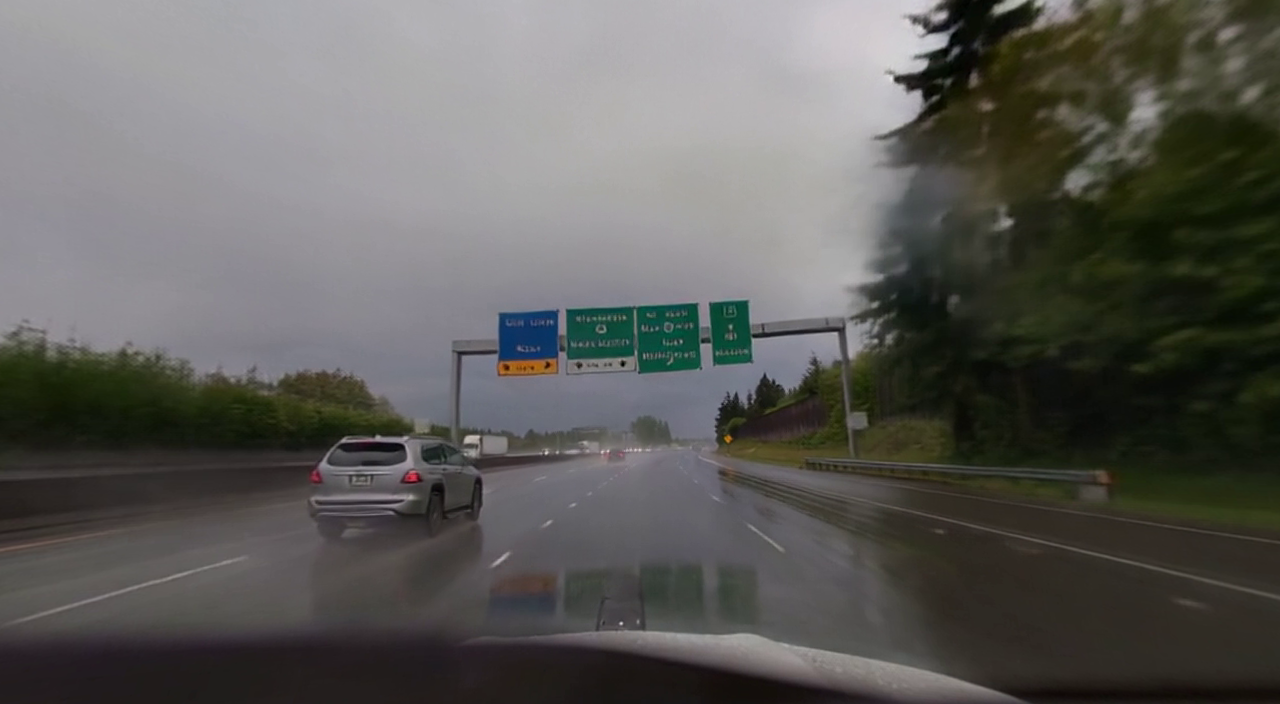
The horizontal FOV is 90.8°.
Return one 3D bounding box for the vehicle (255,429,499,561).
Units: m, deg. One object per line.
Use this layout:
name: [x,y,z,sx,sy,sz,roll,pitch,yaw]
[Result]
vehicle: [-3.752,2.097,9.998,2.016,1.623,4.126,0,-9,1]
